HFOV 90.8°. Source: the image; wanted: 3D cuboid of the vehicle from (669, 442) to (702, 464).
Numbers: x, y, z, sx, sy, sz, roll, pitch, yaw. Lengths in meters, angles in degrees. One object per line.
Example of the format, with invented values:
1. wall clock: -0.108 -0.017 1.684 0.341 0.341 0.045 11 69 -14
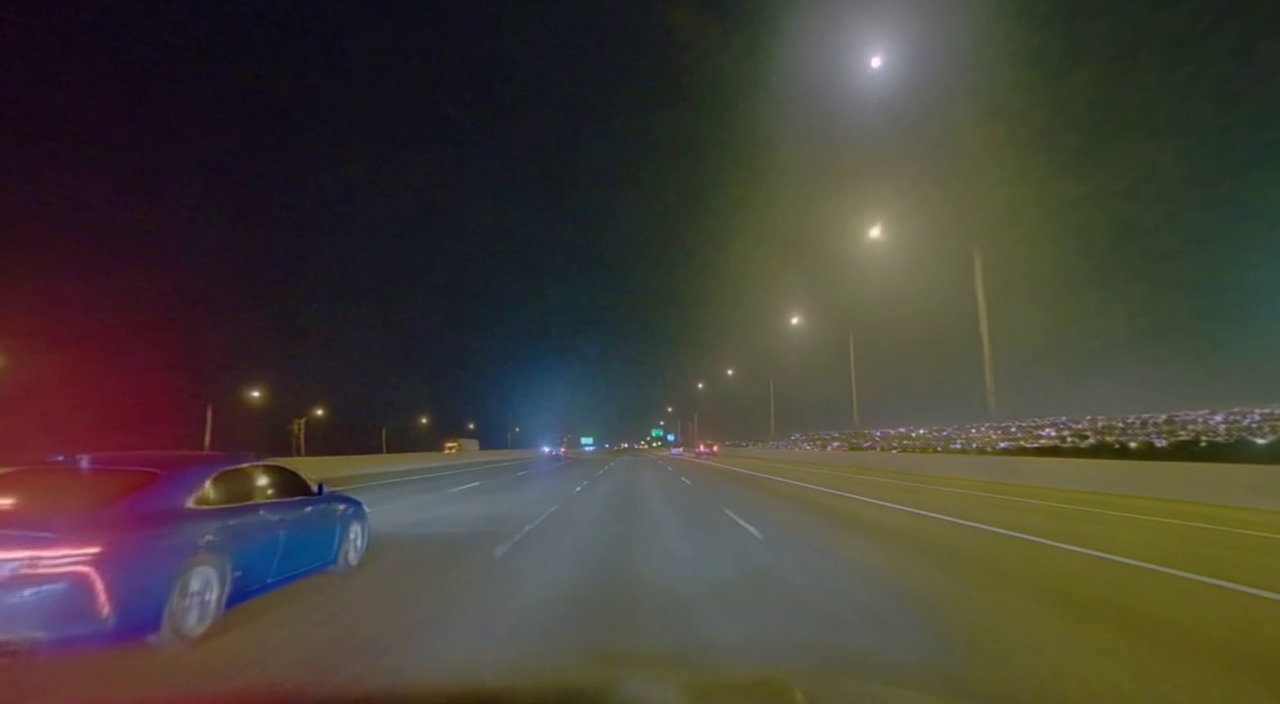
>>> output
1. vehicle: 3.281 7.351 46.187 2.000 1.533 3.770 0 -8 -1
